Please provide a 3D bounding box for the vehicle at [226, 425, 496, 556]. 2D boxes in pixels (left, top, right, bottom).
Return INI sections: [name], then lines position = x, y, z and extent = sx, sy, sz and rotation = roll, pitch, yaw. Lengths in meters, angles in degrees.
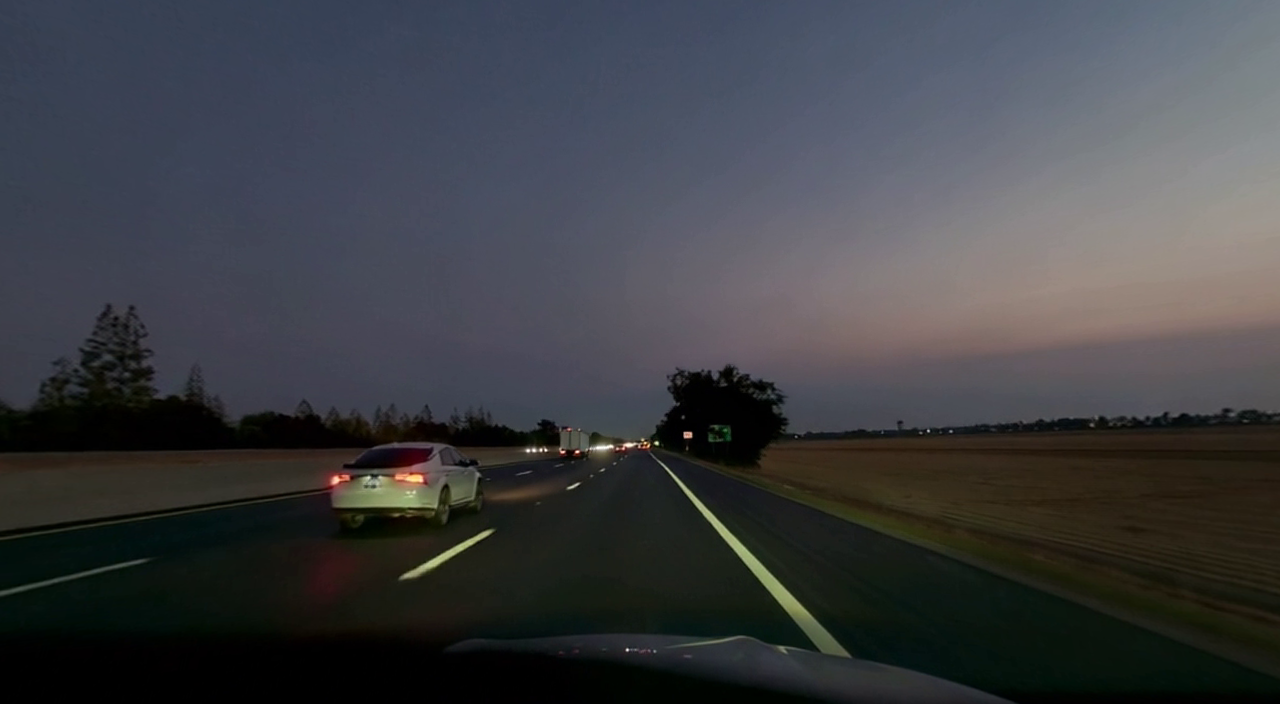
[vehicle]
position = -3.898, 2.027, 9.990
extent = 2.028, 1.553, 4.820
rotation = 0, -9, 1
